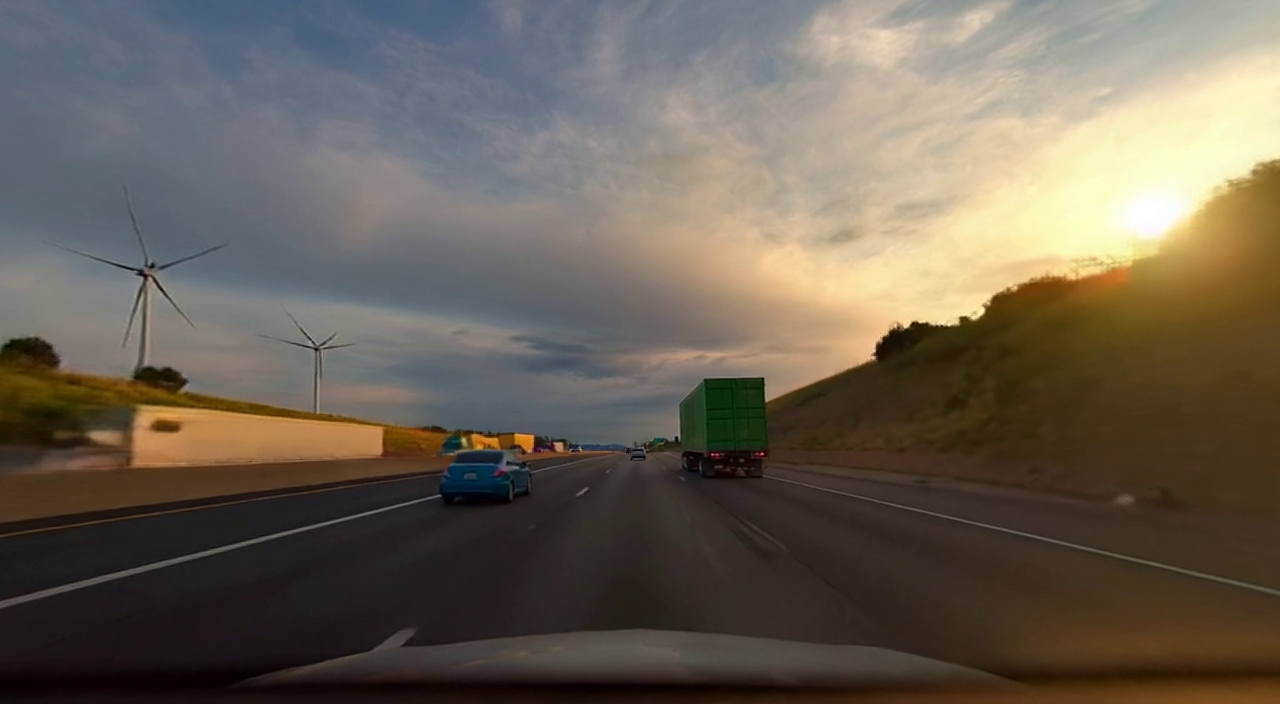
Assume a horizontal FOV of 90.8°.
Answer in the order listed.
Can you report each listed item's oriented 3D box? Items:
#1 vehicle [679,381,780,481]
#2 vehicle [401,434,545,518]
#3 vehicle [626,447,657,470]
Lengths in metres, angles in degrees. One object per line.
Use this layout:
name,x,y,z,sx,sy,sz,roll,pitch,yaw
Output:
vehicle,3.999,4.198,32.179,2.947,3.989,13.568,0,-9,-1
vehicle,-3.371,2.589,13.631,1.952,1.521,4.095,0,-9,0
vehicle,0.074,7.037,41.829,1.931,1.453,3.695,0,-9,-1
